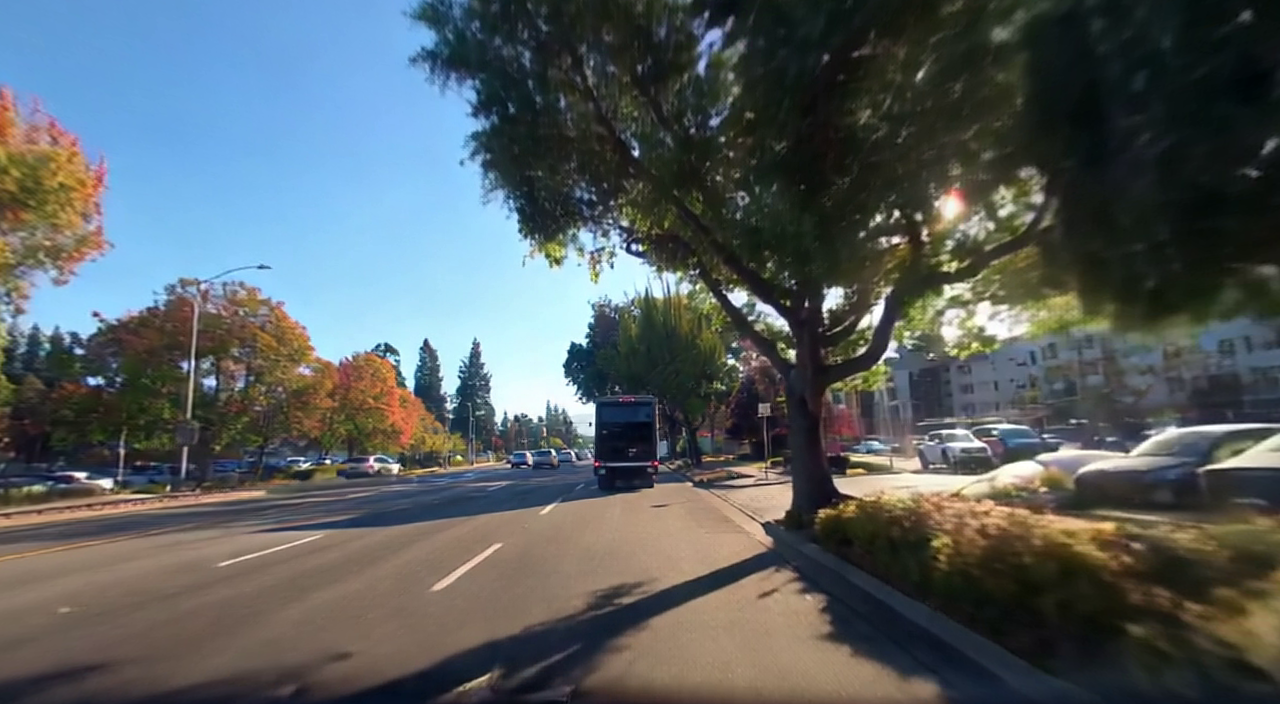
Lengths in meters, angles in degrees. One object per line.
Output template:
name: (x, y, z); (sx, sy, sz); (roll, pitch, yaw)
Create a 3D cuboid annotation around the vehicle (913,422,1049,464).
vehicle: (13.424, 3.606, 24.915); (4.321, 1.579, 1.823); (0, -8, 0)

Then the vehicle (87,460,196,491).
vehicle: (-34.372, 8.541, 43.384); (5.452, 1.994, 2.312); (0, -9, 0)

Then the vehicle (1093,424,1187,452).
vehicle: (25.993, 4.476, 32.699); (3.537, 1.393, 1.581); (0, -10, -2)

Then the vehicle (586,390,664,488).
vehicle: (-0.603, 3.921, 27.930); (2.905, 3.644, 8.807); (0, -9, 0)

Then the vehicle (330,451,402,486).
vehicle: (-14.344, 6.077, 33.129); (1.958, 1.672, 4.283); (0, -9, -1)

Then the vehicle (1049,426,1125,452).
vehicle: (27.010, 5.310, 37.984); (3.313, 1.373, 1.590); (-2, -10, -1)

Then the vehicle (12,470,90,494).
vehicle: (-39.782, 8.748, 42.434); (1.645, 1.416, 3.497); (-6, -10, 39)
